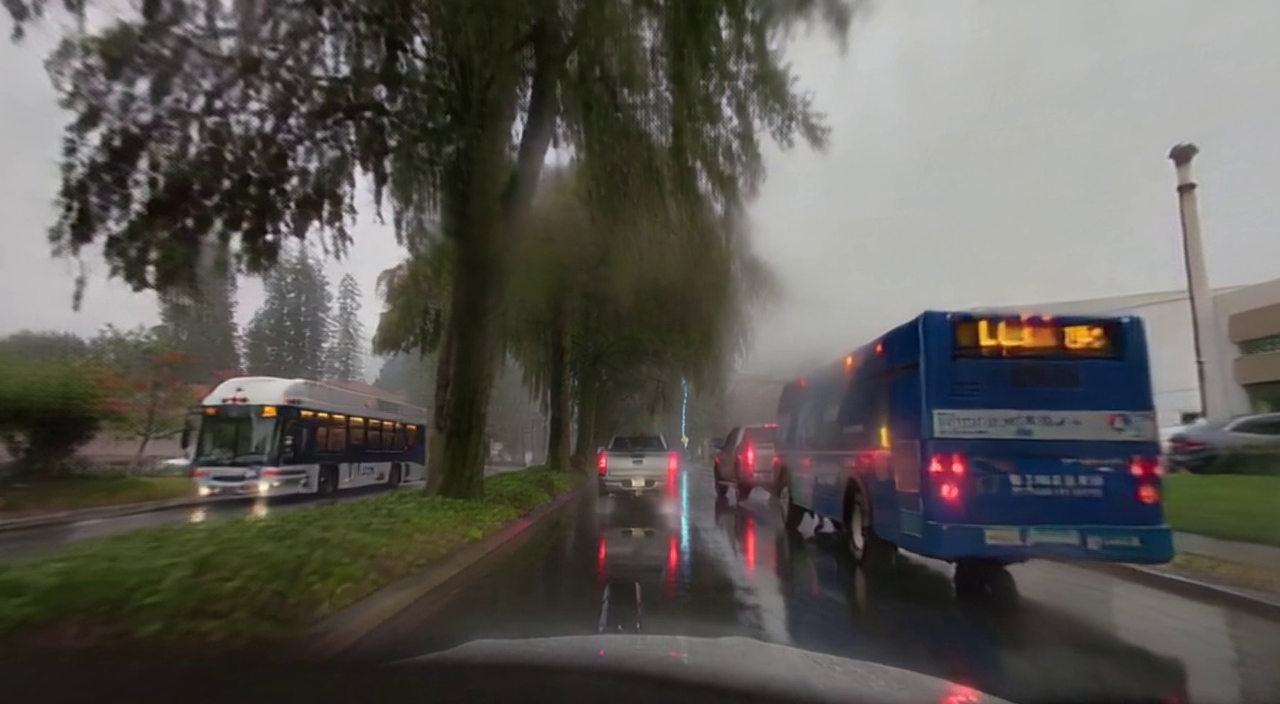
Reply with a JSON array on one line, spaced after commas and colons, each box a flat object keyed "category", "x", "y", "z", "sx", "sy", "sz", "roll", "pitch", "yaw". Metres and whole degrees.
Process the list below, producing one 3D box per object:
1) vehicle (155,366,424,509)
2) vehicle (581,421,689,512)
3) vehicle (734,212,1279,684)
[{"category": "vehicle", "x": -11.984, "y": 3.308, "z": 24.114, "sx": 2.996, "sy": 4.022, "sz": 12.692, "roll": 0, "pitch": -8, "yaw": 0}, {"category": "vehicle", "x": -0.096, "y": 2.730, "z": 15.622, "sx": 2.157, "sy": 1.816, "sz": 5.804, "roll": 0, "pitch": -8, "yaw": 0}, {"category": "vehicle", "x": 3.876, "y": 1.314, "z": 9.366, "sx": 3.088, "sy": 3.057, "sz": 10.503, "roll": 0, "pitch": -8, "yaw": -1}]
